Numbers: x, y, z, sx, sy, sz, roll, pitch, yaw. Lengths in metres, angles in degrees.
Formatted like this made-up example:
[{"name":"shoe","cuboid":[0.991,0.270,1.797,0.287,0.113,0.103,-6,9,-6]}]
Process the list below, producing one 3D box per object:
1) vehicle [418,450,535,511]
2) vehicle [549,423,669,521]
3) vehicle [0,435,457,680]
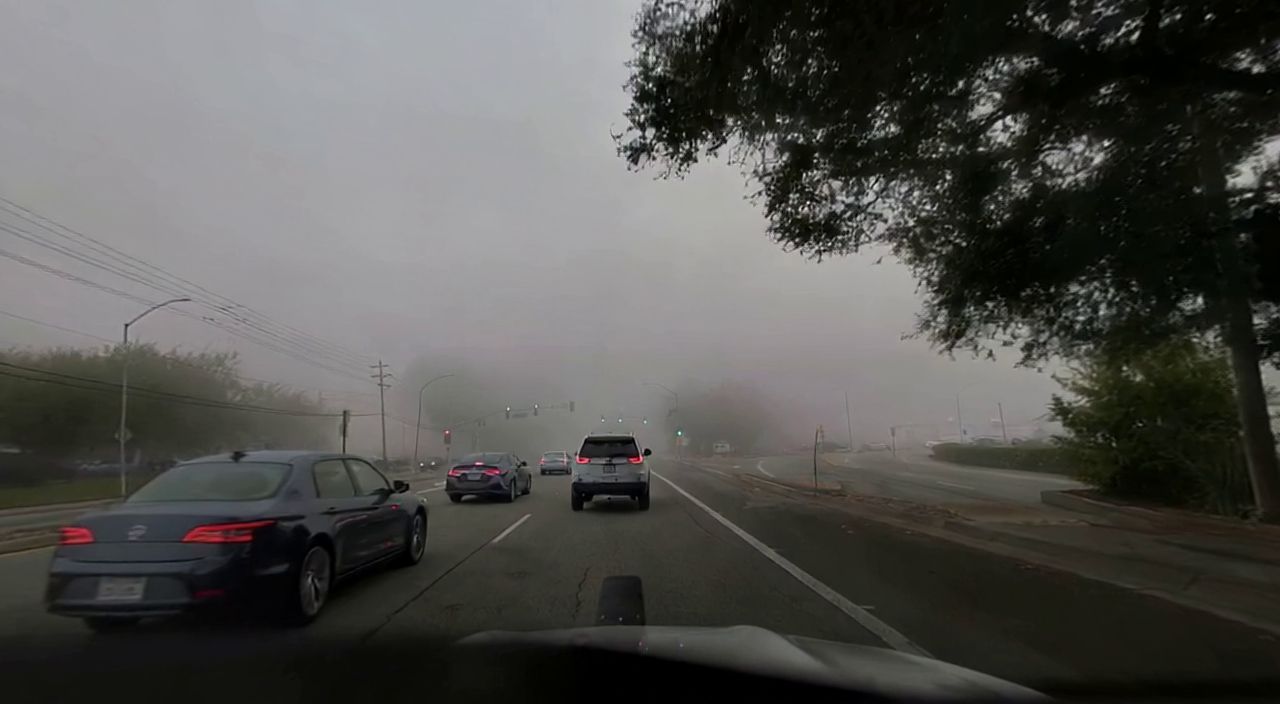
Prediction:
[{"name":"vehicle","cuboid":[-4.125,3.303,16.719,2.008,1.341,4.138,0,-8,0]},{"name":"vehicle","cuboid":[-0.612,2.575,14.014,2.276,1.850,3.897,0,-8,-1]},{"name":"vehicle","cuboid":[-3.483,1.575,6.095,2.064,1.464,4.373,0,-8,1]}]
